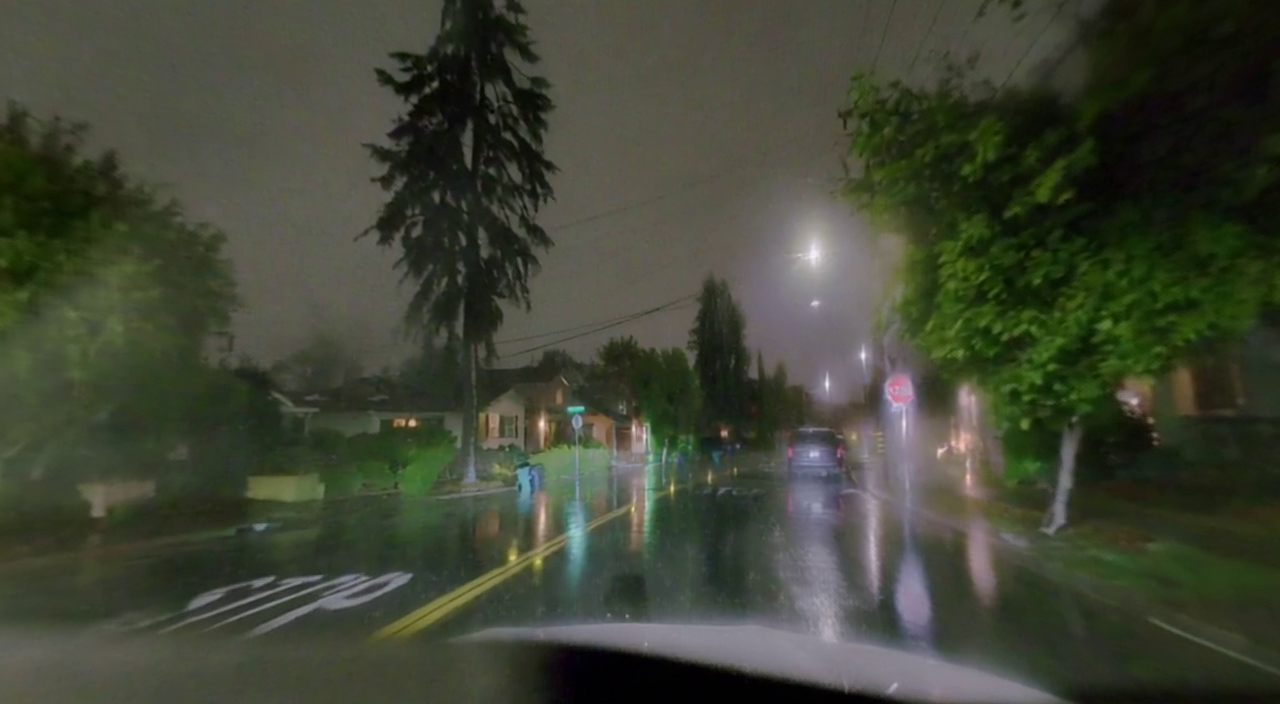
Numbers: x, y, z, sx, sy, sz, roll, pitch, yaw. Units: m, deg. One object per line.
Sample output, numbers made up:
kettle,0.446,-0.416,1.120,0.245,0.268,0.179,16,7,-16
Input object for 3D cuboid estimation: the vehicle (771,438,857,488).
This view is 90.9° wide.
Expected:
vehicle,6.663,4.094,23.702,2.692,1.649,4.689,-3,-9,19

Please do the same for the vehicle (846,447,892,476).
vehicle,13.341,6.331,36.570,2.083,1.493,5.037,-3,-10,24
